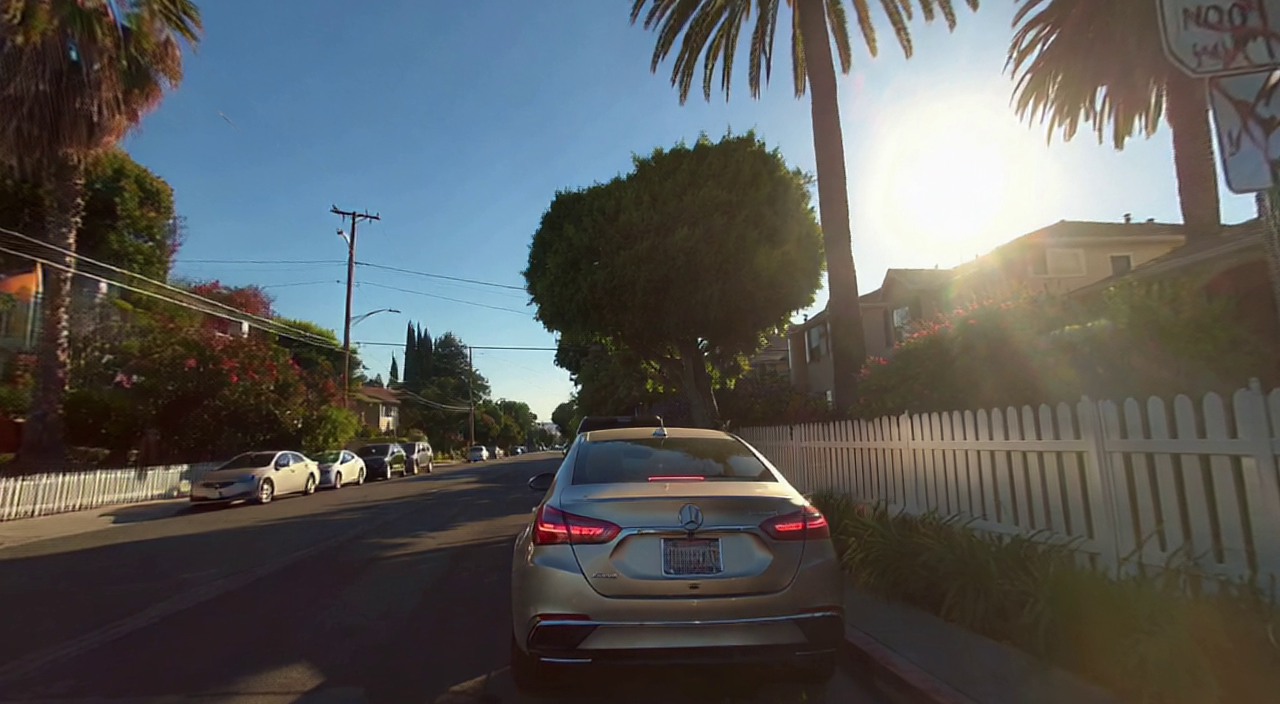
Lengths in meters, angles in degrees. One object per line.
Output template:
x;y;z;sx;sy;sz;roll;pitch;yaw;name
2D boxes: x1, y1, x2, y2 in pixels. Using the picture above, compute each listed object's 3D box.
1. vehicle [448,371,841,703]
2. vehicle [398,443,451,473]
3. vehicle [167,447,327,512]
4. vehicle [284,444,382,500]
-0.135;1.223;4.991;1.894;1.695;3.795;1;-8;-6;vehicle
-13.148;6.474;38.702;2.060;1.689;4.999;1;-8;-7;vehicle
-11.387;3.664;18.787;2.017;1.627;5.039;1;-8;-7;vehicle
-12.143;4.721;25.257;2.048;1.485;4.757;-4;-4;-7;vehicle
